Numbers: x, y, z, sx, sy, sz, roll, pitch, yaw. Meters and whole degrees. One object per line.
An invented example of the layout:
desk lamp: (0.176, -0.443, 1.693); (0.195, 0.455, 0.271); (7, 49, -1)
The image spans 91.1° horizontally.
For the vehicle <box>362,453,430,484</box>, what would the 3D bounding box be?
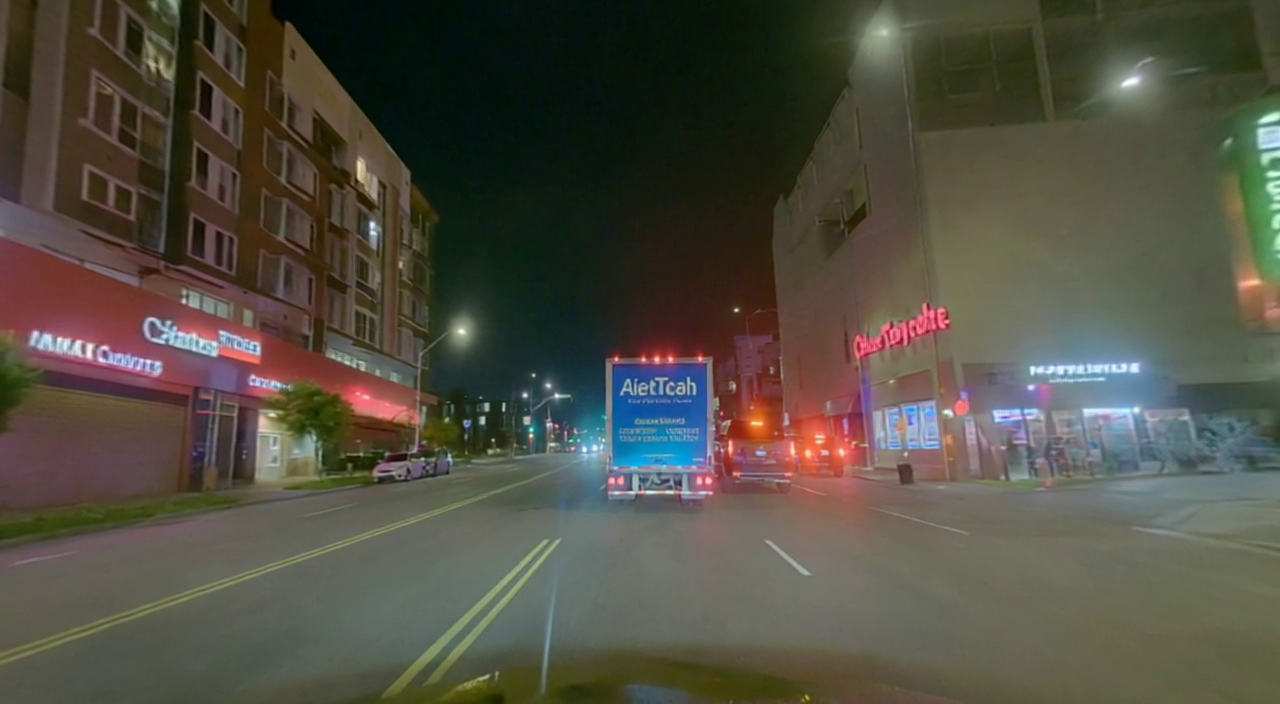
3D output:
vehicle: (-13.235, 6.315, 34.347); (1.901, 1.508, 4.405); (0, -8, 0)

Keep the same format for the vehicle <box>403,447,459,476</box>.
vehicle: (-13.078, 6.873, 39.570); (1.943, 1.682, 4.365); (0, -8, 0)

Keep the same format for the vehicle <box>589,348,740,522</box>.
vehicle: (0.303, 1.824, 13.735); (2.517, 2.926, 6.177); (0, -8, -2)

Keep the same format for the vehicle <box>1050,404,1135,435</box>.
vehicle: (26.068, 3.963, 36.310); (1.811, 1.623, 3.921); (1, -8, -3)

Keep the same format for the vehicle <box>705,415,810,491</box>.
vehicle: (3.490, 3.150, 19.924); (2.346, 2.062, 5.236); (0, -8, 1)

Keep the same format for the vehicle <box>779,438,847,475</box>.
vehicle: (7.828, 4.757, 28.863); (1.951, 1.548, 4.290); (0, -8, 1)
